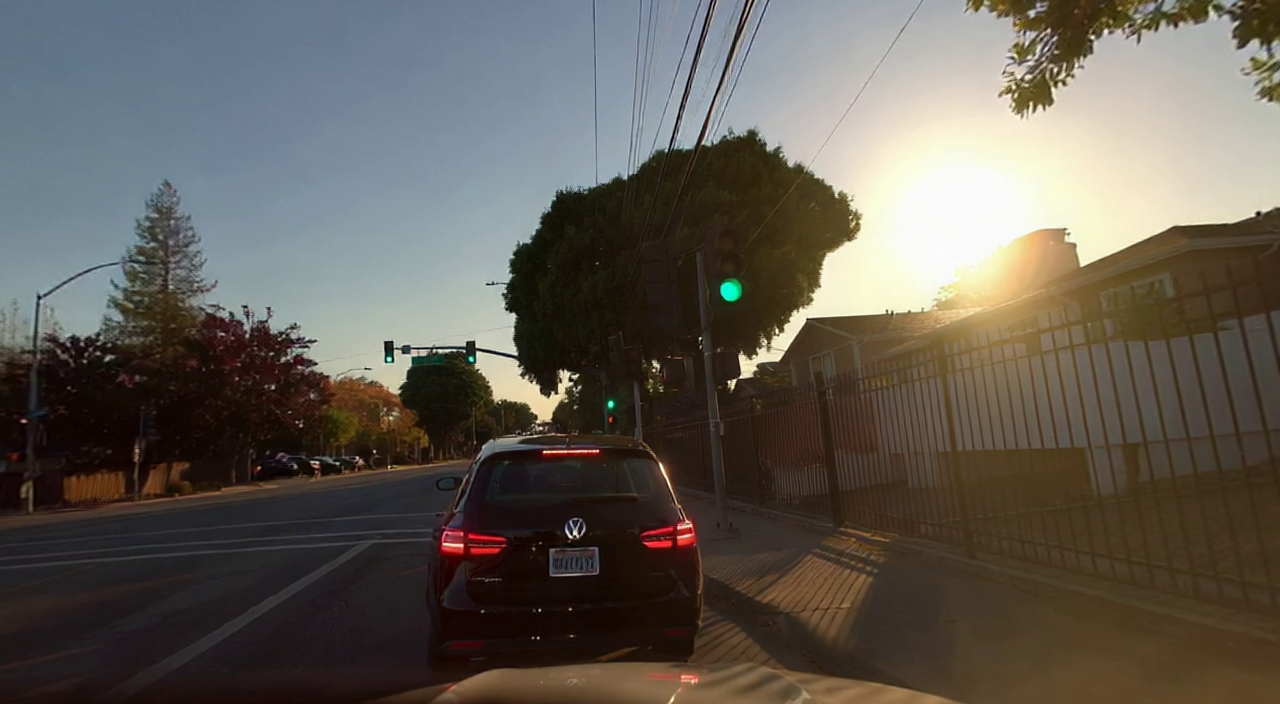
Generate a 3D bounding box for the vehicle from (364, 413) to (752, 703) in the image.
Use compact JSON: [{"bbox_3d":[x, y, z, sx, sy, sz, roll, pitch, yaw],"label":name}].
[{"bbox_3d":[-0.675,1.359,5.228,2.024,1.502,3.702,1,-9,-9],"label":"vehicle"}]
